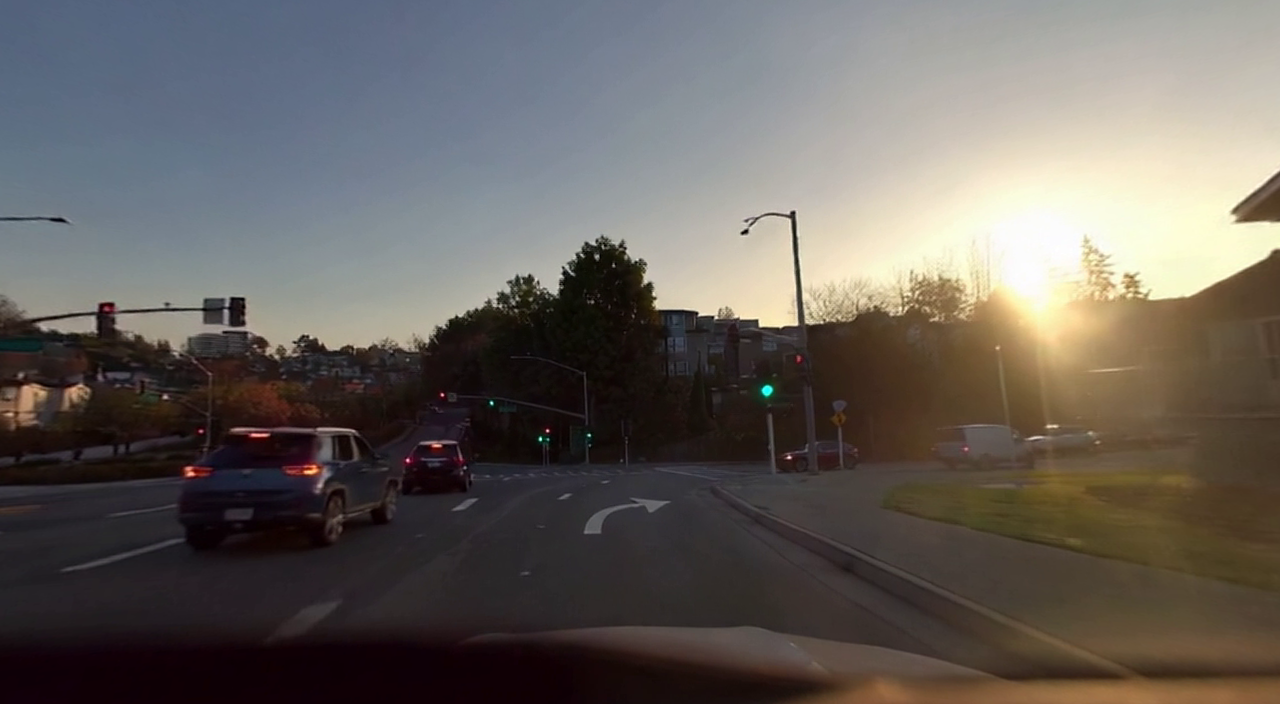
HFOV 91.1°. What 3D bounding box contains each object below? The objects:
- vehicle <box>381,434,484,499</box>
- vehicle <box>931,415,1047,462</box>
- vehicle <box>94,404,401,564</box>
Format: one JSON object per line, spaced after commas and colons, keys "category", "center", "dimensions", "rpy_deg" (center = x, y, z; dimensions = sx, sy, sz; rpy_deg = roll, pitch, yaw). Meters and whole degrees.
{"category": "vehicle", "center": [-5.906, 3.283, 18.436], "dimensions": [2.024, 1.655, 4.301], "rpy_deg": [1, -9, -7]}
{"category": "vehicle", "center": [21.679, 5.401, 39.021], "dimensions": [6.269, 2.785, 2.334], "rpy_deg": [2, -9, -15]}
{"category": "vehicle", "center": [-5.393, 1.858, 9.556], "dimensions": [2.152, 1.822, 4.391], "rpy_deg": [1, -9, -6]}
